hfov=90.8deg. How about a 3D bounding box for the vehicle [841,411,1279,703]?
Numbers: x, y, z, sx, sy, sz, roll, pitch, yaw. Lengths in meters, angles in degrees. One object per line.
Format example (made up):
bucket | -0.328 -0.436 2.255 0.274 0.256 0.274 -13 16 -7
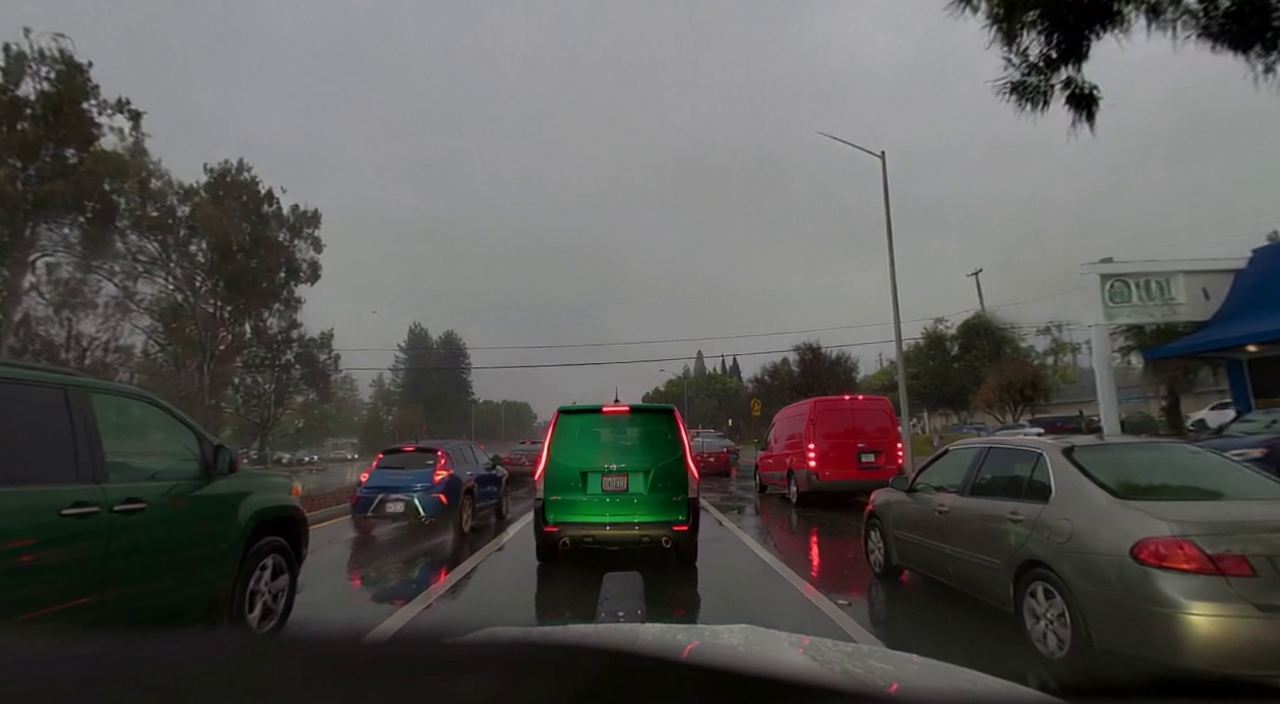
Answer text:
vehicle | 3.372 1.356 5.252 1.900 1.477 4.352 0 -9 -1

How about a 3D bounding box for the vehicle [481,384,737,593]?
vehicle | -0.305 1.507 7.717 2.238 1.825 4.190 0 -9 -1

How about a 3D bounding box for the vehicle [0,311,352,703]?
vehicle | -3.604 0.879 3.129 2.231 1.853 4.461 0 -9 0

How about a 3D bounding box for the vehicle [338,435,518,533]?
vehicle | -3.585 2.298 11.605 1.849 1.451 4.218 0 -9 0

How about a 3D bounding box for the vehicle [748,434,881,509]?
vehicle | 3.937 2.768 15.078 1.875 1.521 4.192 0 -9 -2
